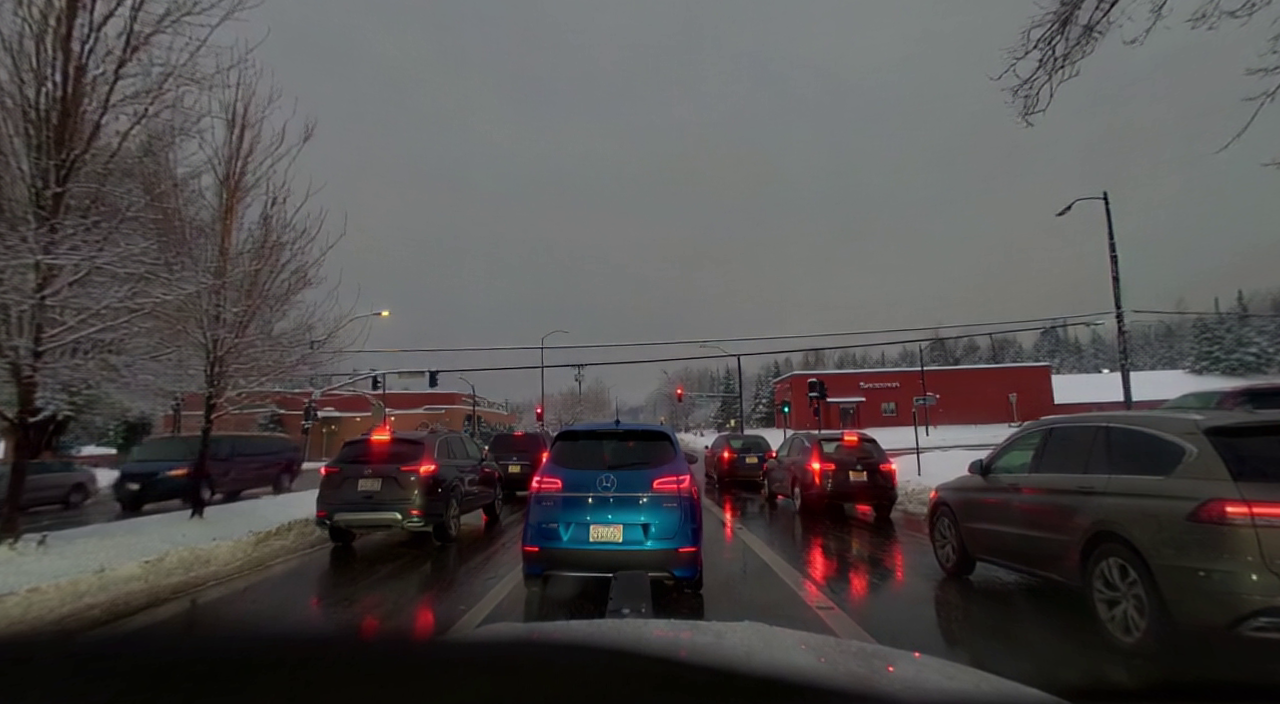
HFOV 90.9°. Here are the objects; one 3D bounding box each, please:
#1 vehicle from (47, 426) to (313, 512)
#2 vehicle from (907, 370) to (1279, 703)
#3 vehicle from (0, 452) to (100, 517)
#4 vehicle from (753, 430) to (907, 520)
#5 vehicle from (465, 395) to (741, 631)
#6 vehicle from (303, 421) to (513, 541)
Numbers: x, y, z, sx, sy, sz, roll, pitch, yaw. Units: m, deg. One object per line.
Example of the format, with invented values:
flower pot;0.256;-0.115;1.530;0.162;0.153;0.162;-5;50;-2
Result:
vehicle;-12.138;3.136;17.611;2.276;1.926;6.686;0;-8;1
vehicle;4.165;1.281;5.392;2.014;1.740;4.515;-1;-8;4
vehicle;-15.822;3.215;15.399;1.774;1.468;3.863;0;-8;1
vehicle;3.673;2.437;12.983;1.847;1.554;3.885;0;-8;-2
vehicle;-0.154;1.480;6.743;2.022;1.700;4.084;0;-9;4
vehicle;-3.762;2.166;11.224;2.012;1.701;4.316;0;-8;1
